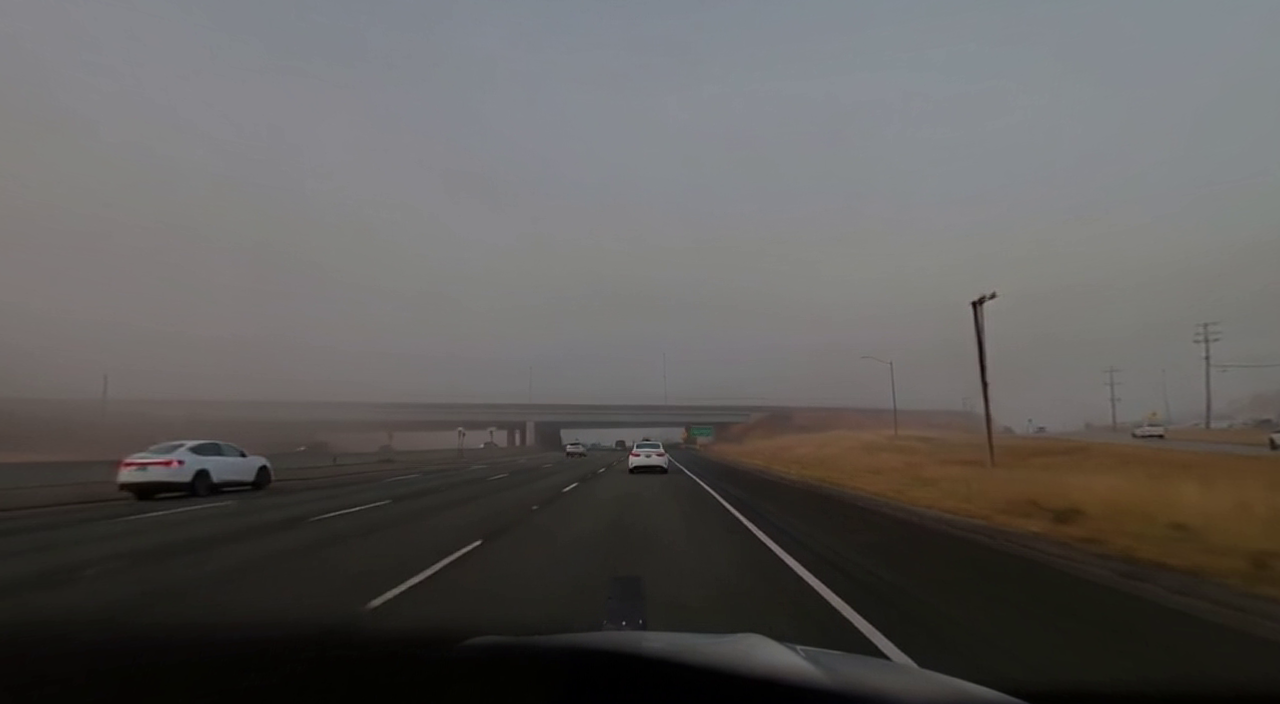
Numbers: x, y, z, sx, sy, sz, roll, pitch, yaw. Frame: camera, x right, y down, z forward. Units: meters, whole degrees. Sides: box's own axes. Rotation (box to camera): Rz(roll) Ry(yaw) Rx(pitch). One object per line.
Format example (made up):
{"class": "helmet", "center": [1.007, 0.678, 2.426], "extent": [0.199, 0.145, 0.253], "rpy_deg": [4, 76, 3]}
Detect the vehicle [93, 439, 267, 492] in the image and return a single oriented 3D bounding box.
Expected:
{"class": "vehicle", "center": [-14.764, 3.642, 20.694], "extent": [1.960, 1.505, 4.854], "rpy_deg": [0, -8, 2]}

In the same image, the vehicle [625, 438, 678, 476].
{"class": "vehicle", "center": [0.467, 4.512, 27.396], "extent": [2.145, 1.493, 4.146], "rpy_deg": [0, -8, 0]}
